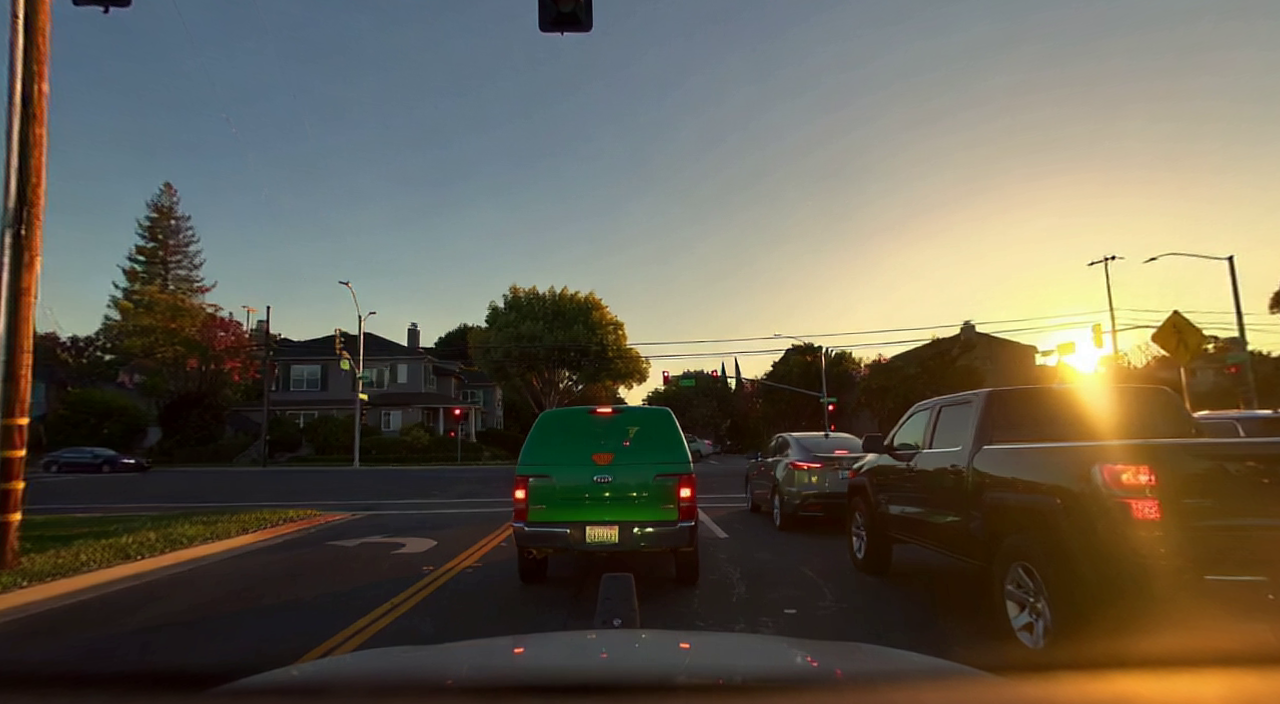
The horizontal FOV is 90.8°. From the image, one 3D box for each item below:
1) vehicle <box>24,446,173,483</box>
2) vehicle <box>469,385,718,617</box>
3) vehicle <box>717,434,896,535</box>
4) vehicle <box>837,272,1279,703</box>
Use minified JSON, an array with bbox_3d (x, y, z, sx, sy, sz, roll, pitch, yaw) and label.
[{"bbox_3d":[-23.033,4.787,27.029,4.533,1.350,1.714,0,-7,-8],"label":"vehicle"},{"bbox_3d":[-0.313,1.399,6.659,1.915,1.780,3.379,0,-8,2],"label":"vehicle"},{"bbox_3d":[2.715,2.269,11.543,1.952,1.465,4.421,0,-8,-2],"label":"vehicle"},{"bbox_3d":[2.970,0.934,3.778,1.886,1.849,5.070,0,-8,-1],"label":"vehicle"}]
